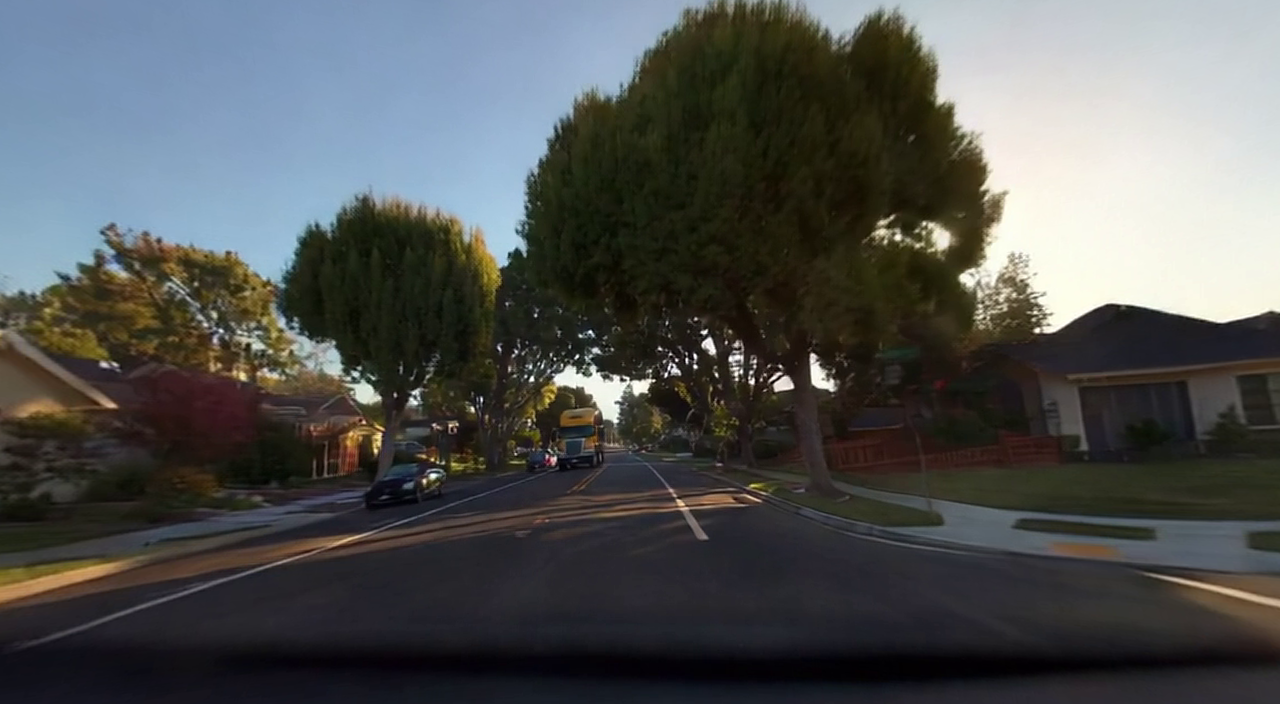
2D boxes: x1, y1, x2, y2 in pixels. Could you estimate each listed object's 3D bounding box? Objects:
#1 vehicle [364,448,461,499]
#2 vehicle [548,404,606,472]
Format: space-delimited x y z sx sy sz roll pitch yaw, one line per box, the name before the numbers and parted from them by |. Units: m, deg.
vehicle | -8.944 4.776 25.321 2.119 1.775 4.643 0 -9 0
vehicle | -4.088 6.048 43.823 3.133 4.112 10.695 0 -9 -1
